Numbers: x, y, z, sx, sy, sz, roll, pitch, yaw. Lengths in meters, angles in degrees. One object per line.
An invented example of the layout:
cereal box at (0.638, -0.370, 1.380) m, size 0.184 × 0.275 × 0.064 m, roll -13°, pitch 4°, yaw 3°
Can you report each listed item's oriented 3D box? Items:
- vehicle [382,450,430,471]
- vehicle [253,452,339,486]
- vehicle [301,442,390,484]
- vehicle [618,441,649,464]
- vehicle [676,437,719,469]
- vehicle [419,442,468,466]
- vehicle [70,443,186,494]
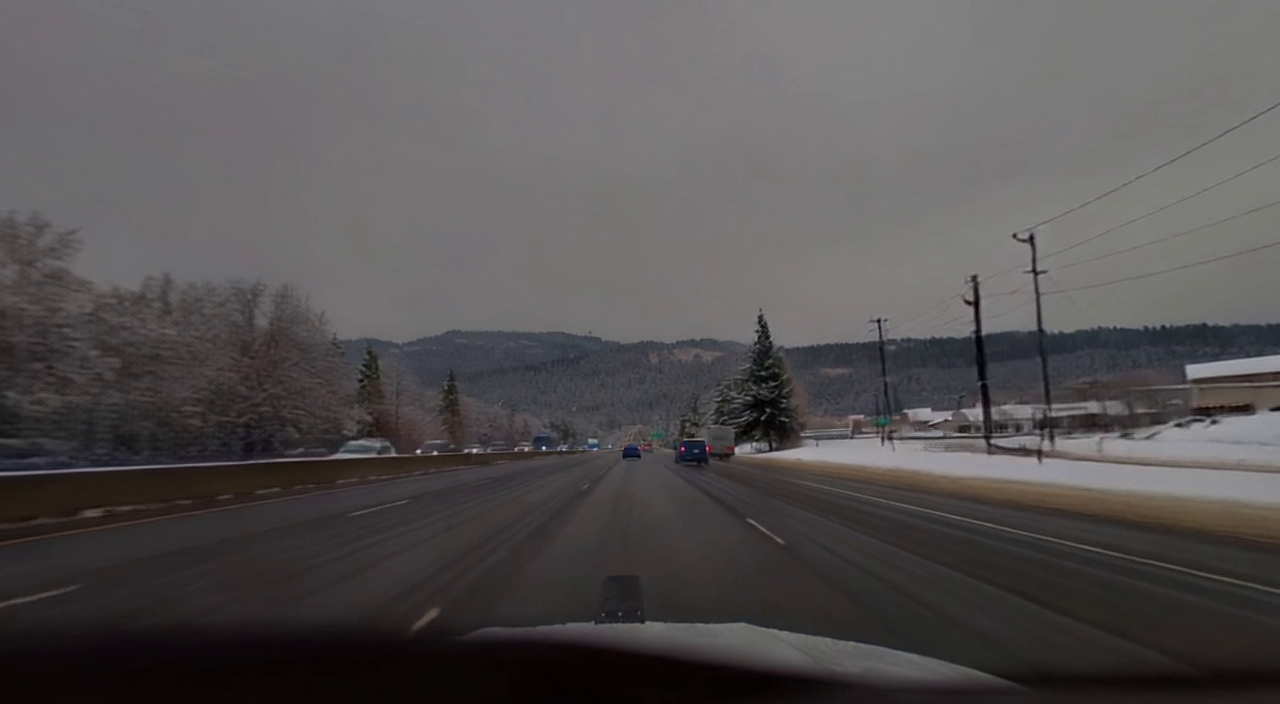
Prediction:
vehicle at (-17.559, 8.180, 47.635) m, size 1.847 × 1.485 × 4.729 m, roll 0°, pitch -9°, yaw 0°
vehicle at (-16.927, 5.734, 31.292) m, size 1.957 × 1.516 × 3.844 m, roll 1°, pitch -8°, yaw 2°
vehicle at (-13.846, 5.217, 30.034) m, size 1.962 × 1.792 × 4.576 m, roll 0°, pitch -9°, yaw 0°
vehicle at (-0.491, 7.755, 48.844) m, size 2.325 × 1.712 × 4.592 m, roll 0°, pitch -9°, yaw 0°
vehicle at (3.423, 6.136, 38.423) m, size 2.036 × 1.796 × 4.470 m, roll 0°, pitch -9°, yaw -2°
vehicle at (-13.593, 7.077, 43.913) m, size 1.941 × 1.539 × 4.406 m, roll 0°, pitch -9°, yaw 1°
vehicle at (-35.198, 7.970, 43.796) m, size 2.616 × 3.213 × 6.631 m, roll 1°, pitch -9°, yaw -3°
